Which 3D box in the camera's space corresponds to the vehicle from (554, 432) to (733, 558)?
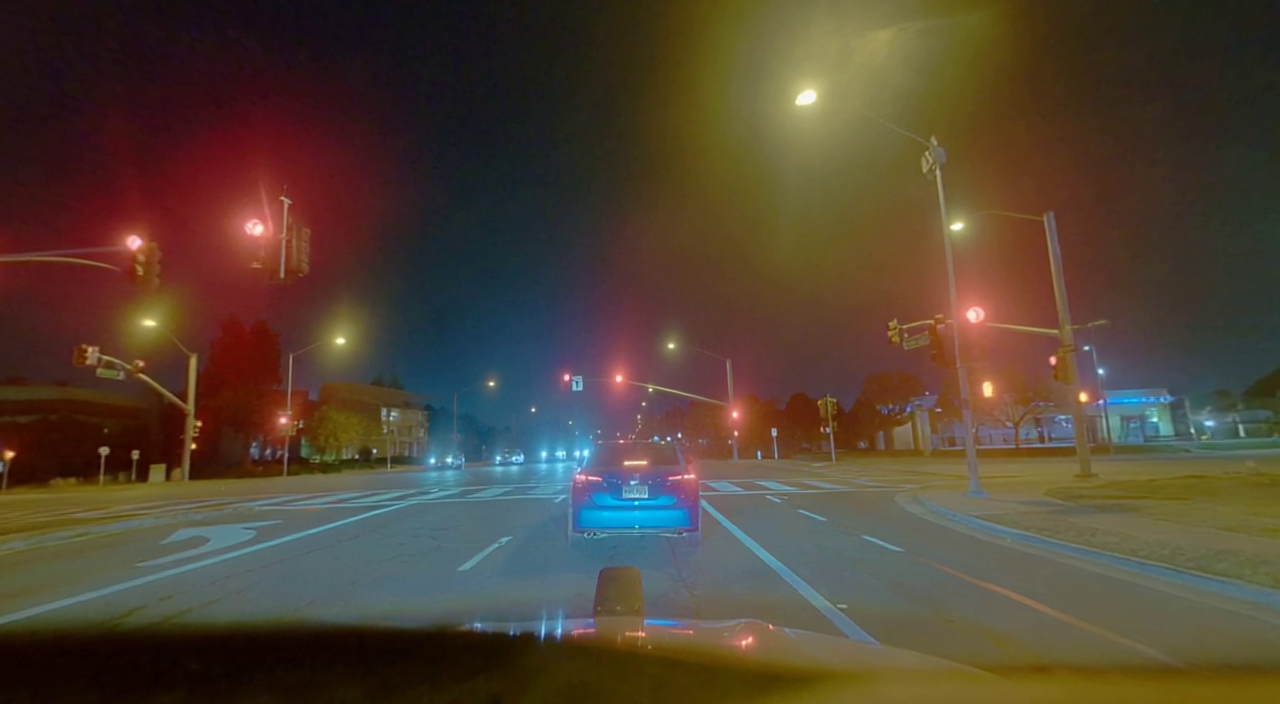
[{"bbox_3d":[0.007,1.995,9.514,2.107,1.470,3.974,0,-9,-1],"label":"vehicle"}]
